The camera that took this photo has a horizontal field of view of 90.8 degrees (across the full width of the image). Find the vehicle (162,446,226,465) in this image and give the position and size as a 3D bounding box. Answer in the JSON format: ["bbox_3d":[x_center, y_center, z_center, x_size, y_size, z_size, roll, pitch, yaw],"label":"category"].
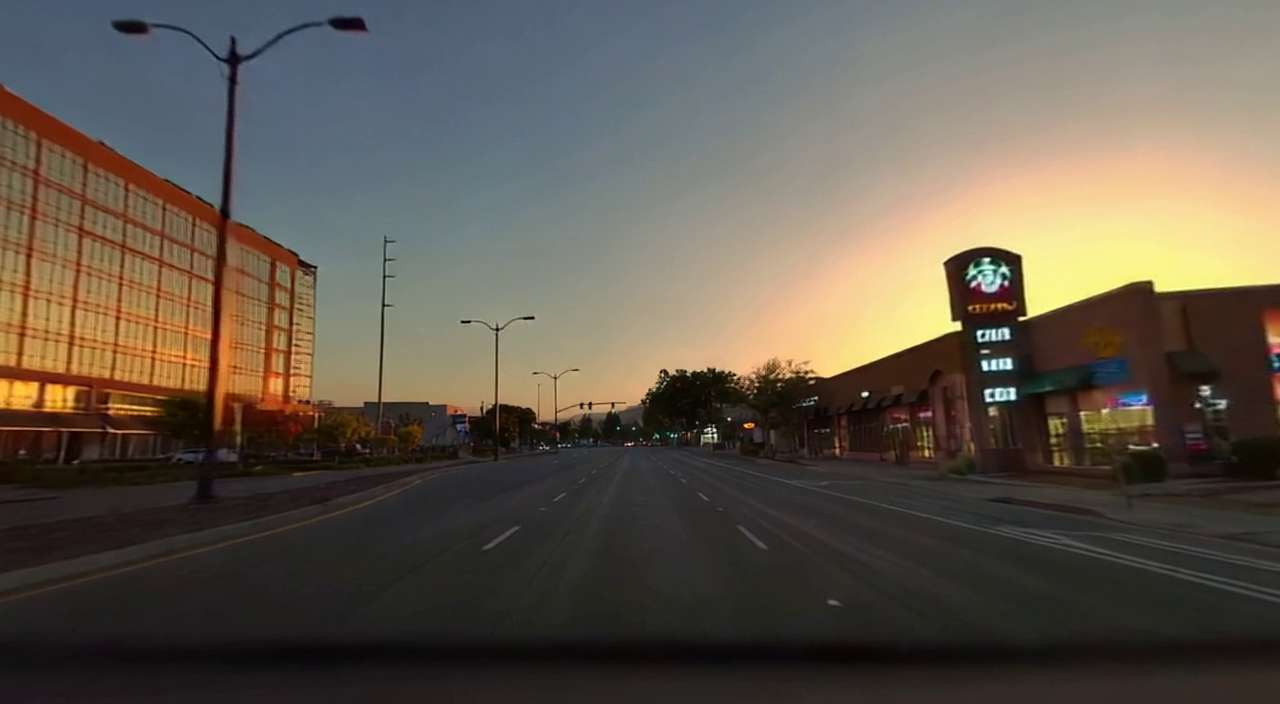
[{"bbox_3d":[-34.761,8.047,49.284,3.557,1.432,1.774,0,-8,-1],"label":"vehicle"}]
